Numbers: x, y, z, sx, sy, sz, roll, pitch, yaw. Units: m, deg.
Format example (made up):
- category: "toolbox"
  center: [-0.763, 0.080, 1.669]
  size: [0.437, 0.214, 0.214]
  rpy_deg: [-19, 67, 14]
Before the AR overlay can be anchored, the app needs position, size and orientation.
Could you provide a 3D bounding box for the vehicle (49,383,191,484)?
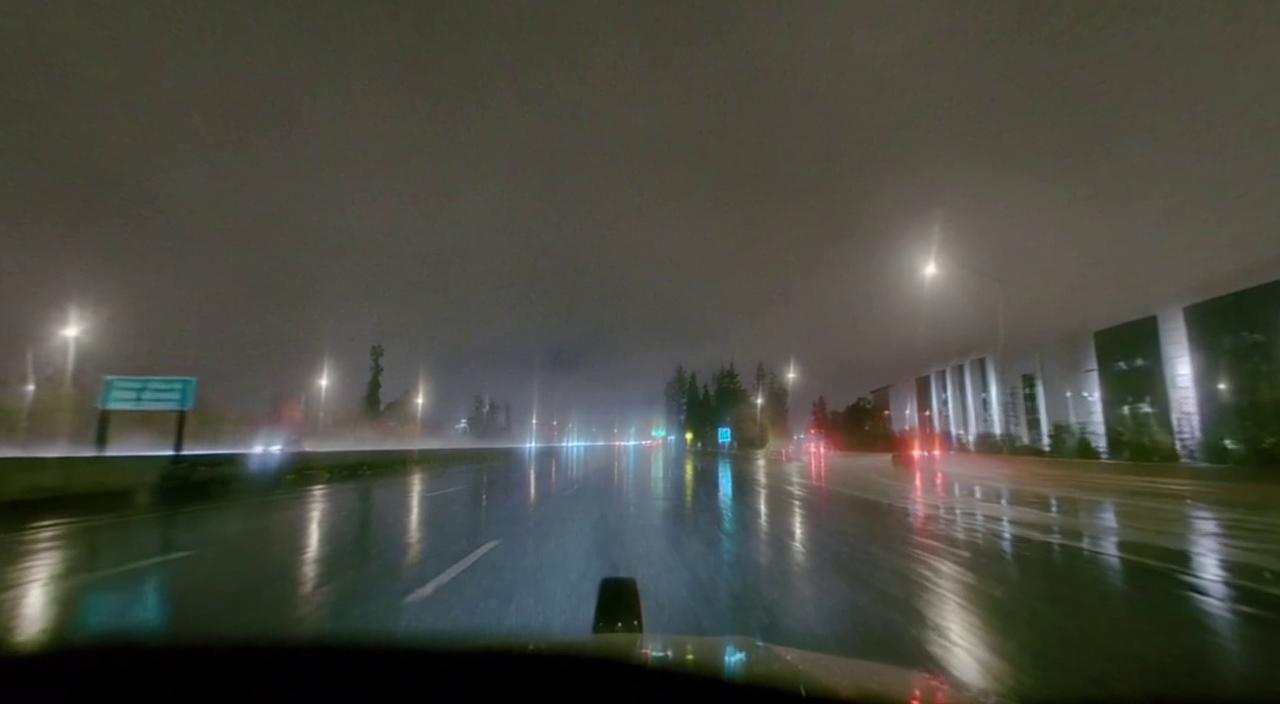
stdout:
- category: "vehicle"
  center: [-19.687, 3.152, 24.181]
  size: [2.714, 3.543, 2.793]
  rpy_deg: [-1, -10, 1]
